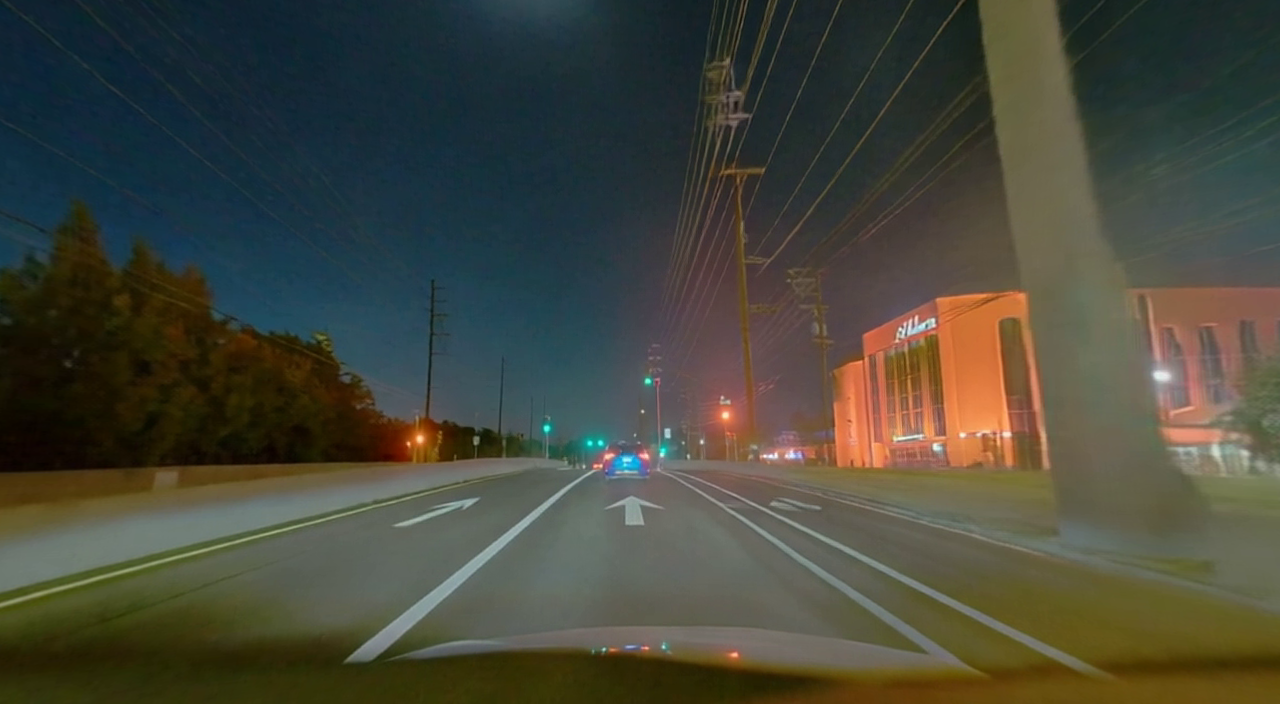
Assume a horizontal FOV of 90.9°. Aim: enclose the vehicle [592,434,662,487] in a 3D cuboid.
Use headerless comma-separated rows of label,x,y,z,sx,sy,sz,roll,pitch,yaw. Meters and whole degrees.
vehicle,-0.440,3.542,20.978,2.123,1.566,3.662,0,-8,-1
